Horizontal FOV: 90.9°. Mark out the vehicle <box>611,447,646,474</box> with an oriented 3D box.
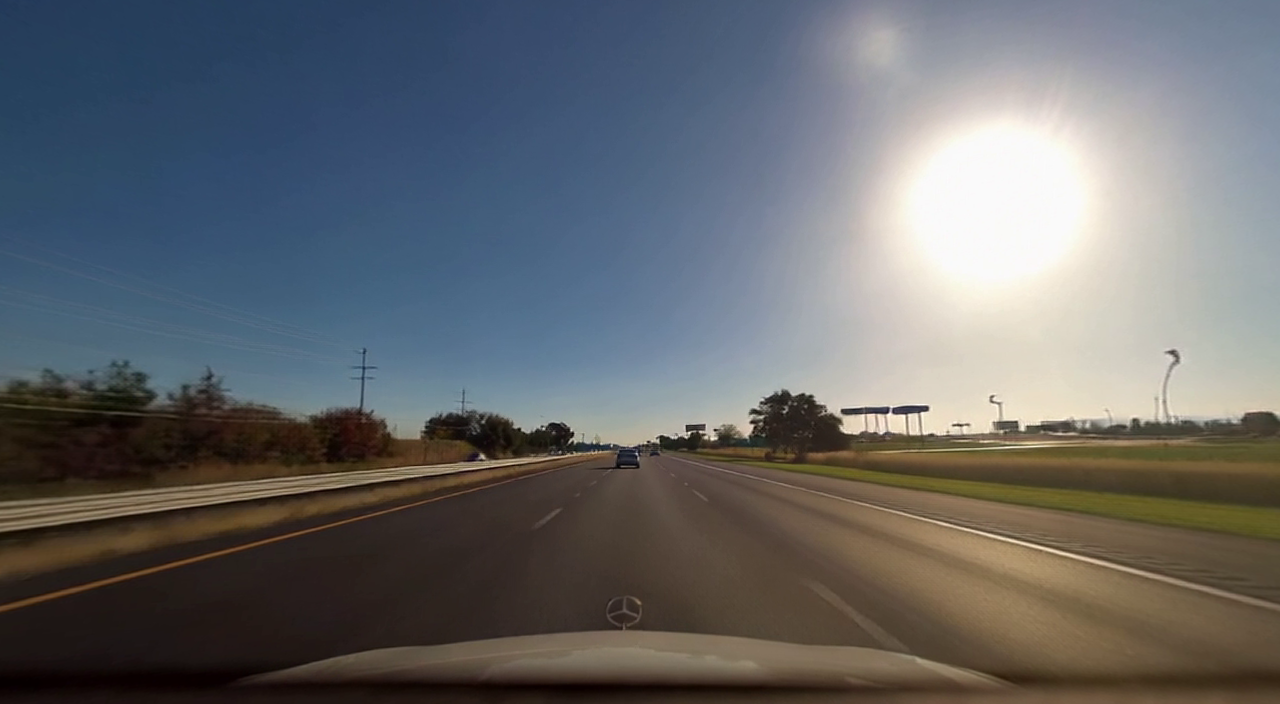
[{"bbox_3d":[-0.636,6.380,37.141,1.916,1.494,4.335,0,-9,0],"label":"vehicle"}]
